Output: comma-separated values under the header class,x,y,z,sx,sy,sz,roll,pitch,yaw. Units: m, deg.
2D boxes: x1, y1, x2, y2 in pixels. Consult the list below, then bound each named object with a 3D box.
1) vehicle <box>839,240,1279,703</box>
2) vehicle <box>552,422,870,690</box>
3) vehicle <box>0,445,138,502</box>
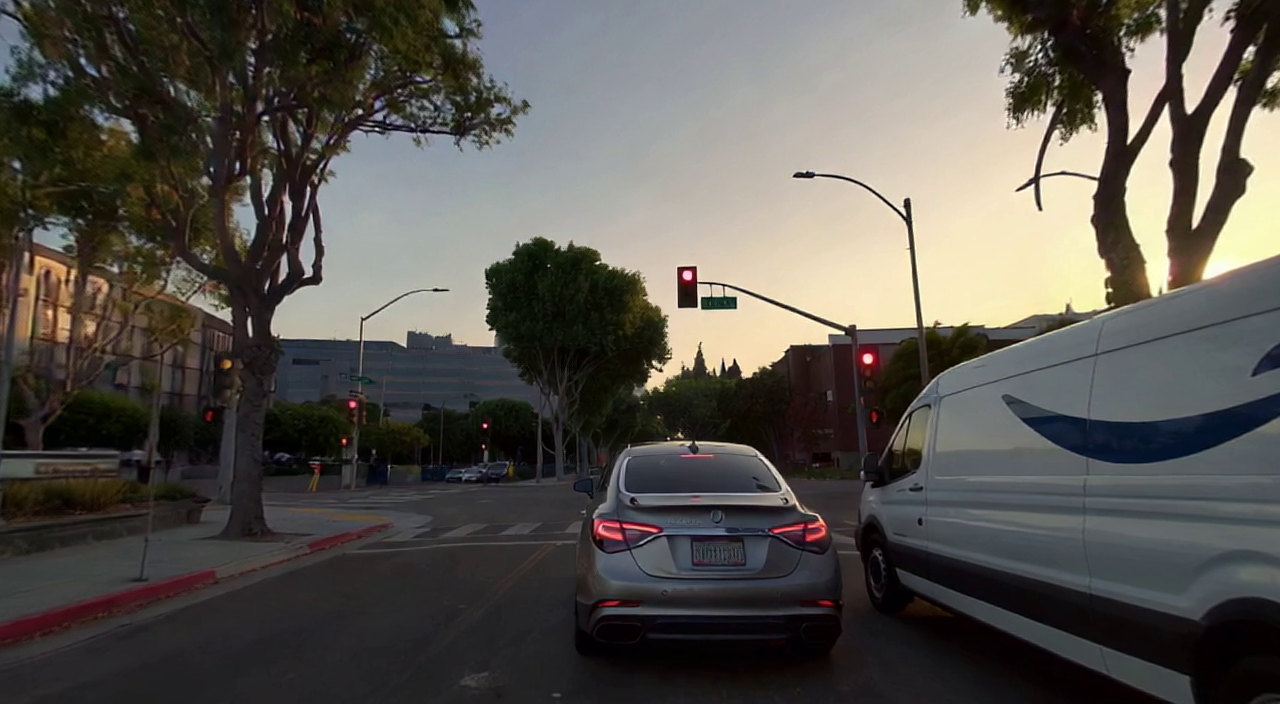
class,x,y,z,sx,sy,sz,roll,pitch,yaw
vehicle,2.847,0.909,2.997,2.054,1.965,5.248,1,-11,0
vehicle,0.391,1.602,5.792,1.961,1.629,3.610,1,-10,-2
vehicle,-29.534,6.176,32.111,5.743,2.738,2.263,1,-10,0
